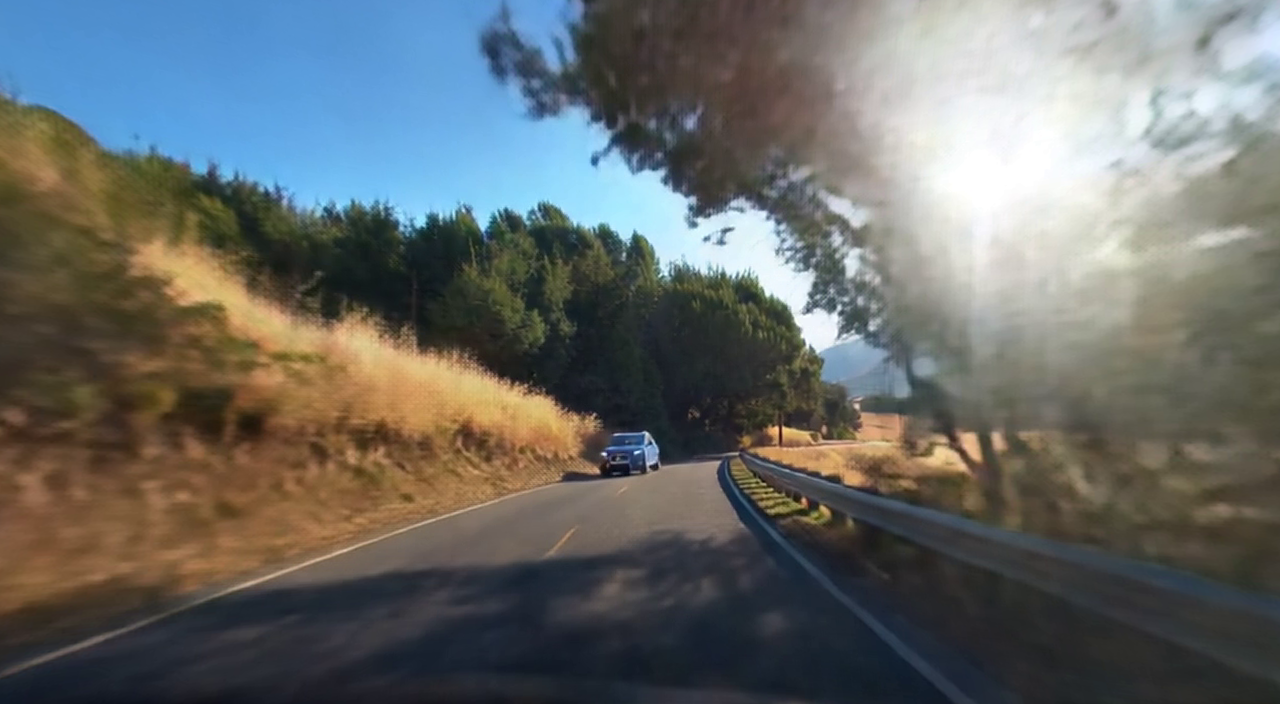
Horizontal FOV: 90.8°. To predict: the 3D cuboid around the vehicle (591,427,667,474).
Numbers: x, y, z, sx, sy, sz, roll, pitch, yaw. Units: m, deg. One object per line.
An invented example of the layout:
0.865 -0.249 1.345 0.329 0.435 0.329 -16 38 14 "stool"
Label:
-0.336 4.188 26.939 2.251 1.799 4.776 -2 -9 11 "vehicle"
